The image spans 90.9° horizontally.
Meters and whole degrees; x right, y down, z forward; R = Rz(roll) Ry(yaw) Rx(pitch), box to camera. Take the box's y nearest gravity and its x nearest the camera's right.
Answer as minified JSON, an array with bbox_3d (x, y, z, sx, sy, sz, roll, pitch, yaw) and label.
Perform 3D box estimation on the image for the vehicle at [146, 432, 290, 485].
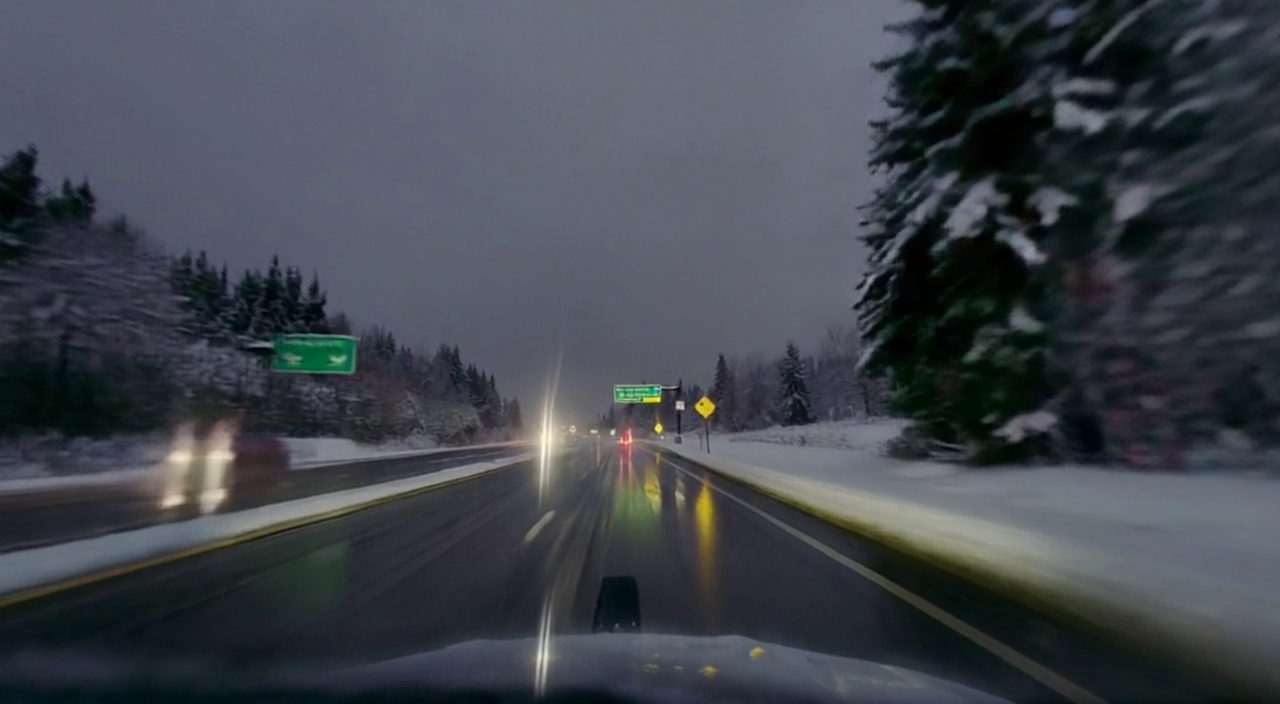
[{"bbox_3d":[-12.681,3.194,19.257,1.853,1.436,3.706,0,-8,-1],"label":"vehicle"}]
